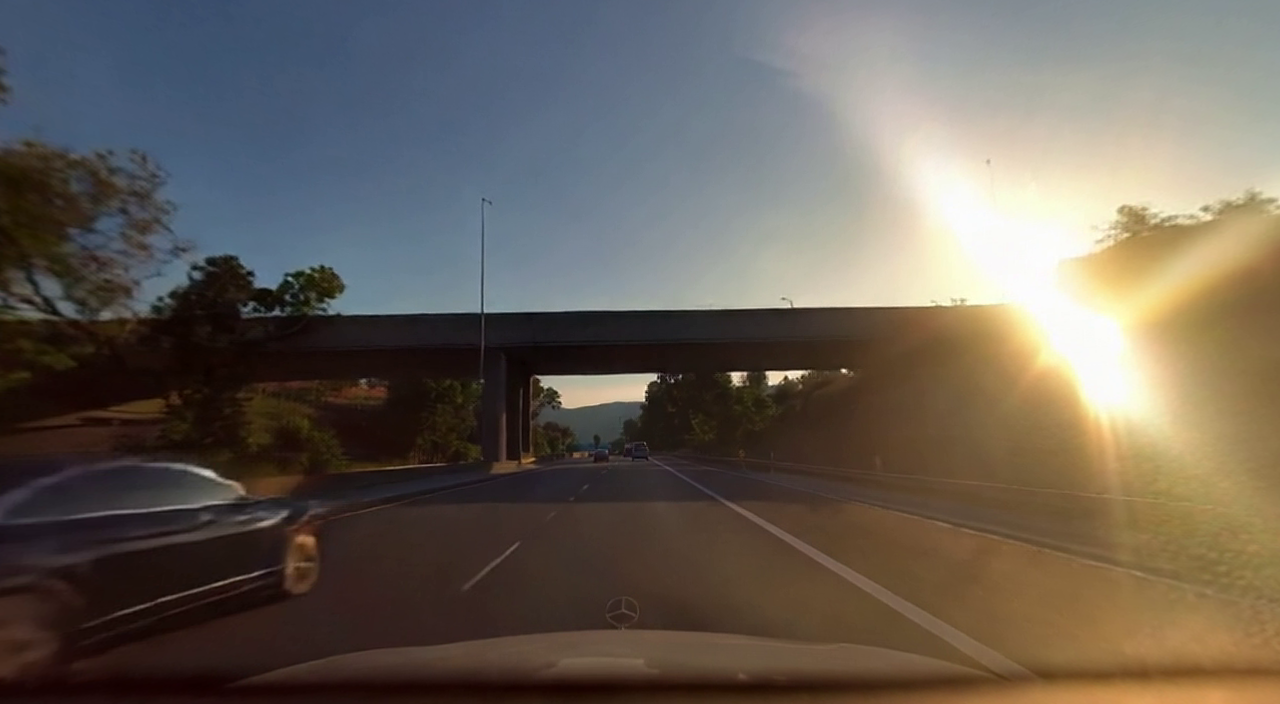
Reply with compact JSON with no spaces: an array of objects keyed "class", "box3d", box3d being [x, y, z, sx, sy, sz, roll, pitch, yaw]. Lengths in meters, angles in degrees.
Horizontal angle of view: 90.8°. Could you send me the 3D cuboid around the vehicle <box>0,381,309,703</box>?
[{"class":"vehicle","box3d":[-4.111,1.038,3.485,2.076,1.637,4.526,0,-9,0]}]
